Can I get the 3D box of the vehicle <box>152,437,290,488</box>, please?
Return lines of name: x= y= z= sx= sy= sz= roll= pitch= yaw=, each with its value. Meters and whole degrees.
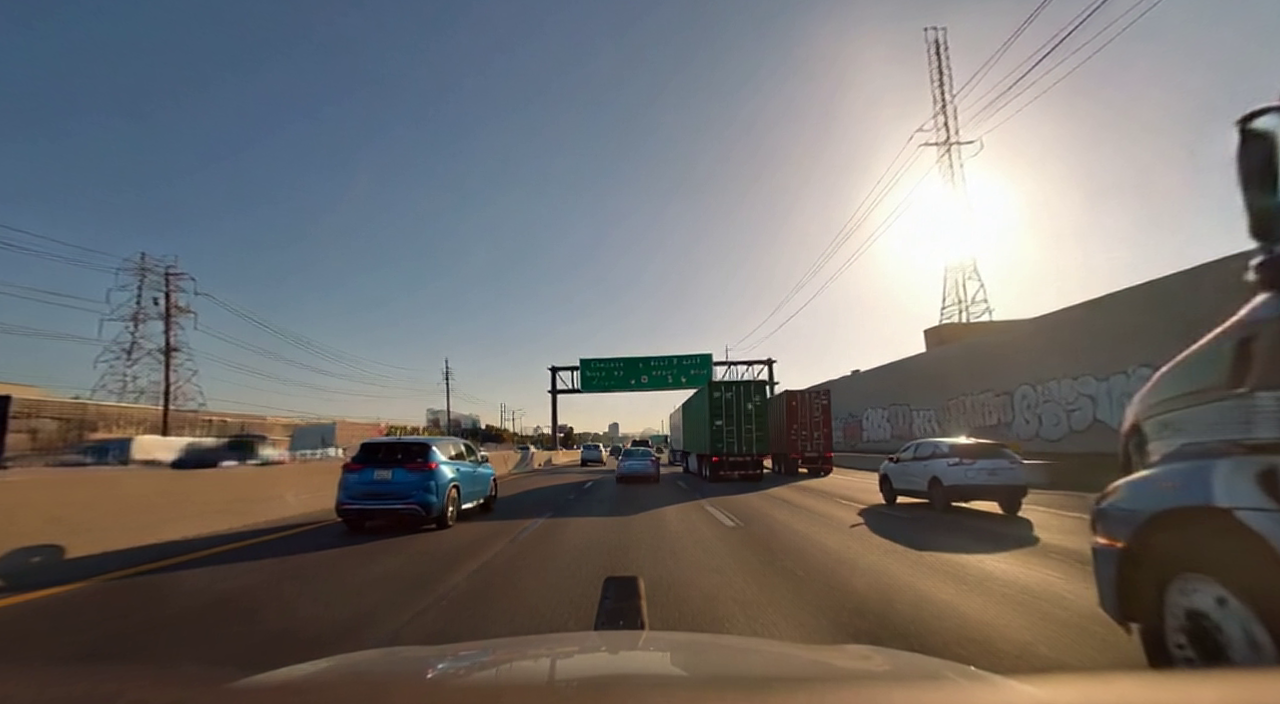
vehicle: x=-14.663 y=3.896 z=22.474 sx=1.937 sy=1.610 sz=4.382 roll=0 pitch=-9 yaw=-1

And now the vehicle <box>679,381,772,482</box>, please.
vehicle: x=3.864 y=4.199 z=32.118 sx=2.800 sy=4.039 sz=13.179 roll=0 pitch=-9 yaw=0

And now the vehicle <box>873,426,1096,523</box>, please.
vehicle: x=7.079 y=2.561 z=13.752 sx=2.202 sy=1.731 sz=4.628 roll=0 pitch=-9 yaw=0

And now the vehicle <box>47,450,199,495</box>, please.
vehicle: x=-18.903 y=4.391 z=23.428 sx=1.905 sy=1.483 sz=4.429 roll=0 pitch=-9 yaw=-1

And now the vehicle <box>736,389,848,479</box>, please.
vehicle: x=7.775 y=4.625 z=34.735 sx=2.868 sy=4.017 sz=12.827 roll=0 pitch=-9 yaw=0

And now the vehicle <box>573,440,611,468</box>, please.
vehicle: x=-3.378 y=7.268 z=45.098 sx=2.243 sy=1.820 sz=4.473 roll=0 pitch=-9 yaw=1

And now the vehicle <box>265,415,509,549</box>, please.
vehicle: x=-3.941 y=2.128 z=10.971 sx=2.264 sy=1.804 sz=4.584 roll=0 pitch=-9 yaw=1

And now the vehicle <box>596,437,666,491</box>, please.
vehicle: x=-0.277 y=3.842 z=21.931 sx=2.191 sy=1.685 sz=4.015 roll=0 pitch=-9 yaw=0
